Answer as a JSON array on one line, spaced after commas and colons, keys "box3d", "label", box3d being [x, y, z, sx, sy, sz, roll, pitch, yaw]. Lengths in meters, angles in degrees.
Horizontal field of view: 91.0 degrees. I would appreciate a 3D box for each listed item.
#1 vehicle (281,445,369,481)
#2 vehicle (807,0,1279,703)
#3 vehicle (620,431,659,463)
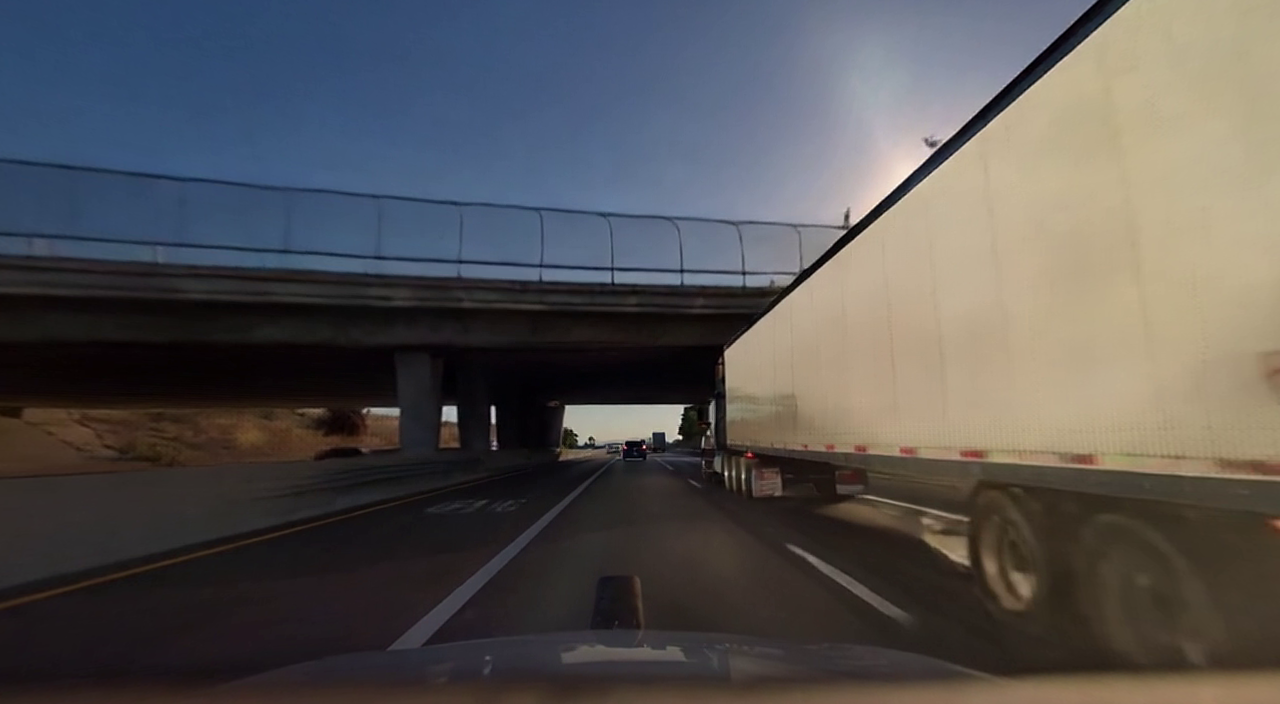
[{"box3d": [-15.240, 5.362, 30.767, 1.969, 1.532, 4.531, 0, -8, 0], "label": "vehicle"}, {"box3d": [3.891, -0.012, 4.426, 2.967, 3.961, 8.660, -1, -8, 0], "label": "vehicle"}, {"box3d": [-0.095, 6.424, 42.547, 2.456, 2.007, 4.728, 0, -8, -1], "label": "vehicle"}]
